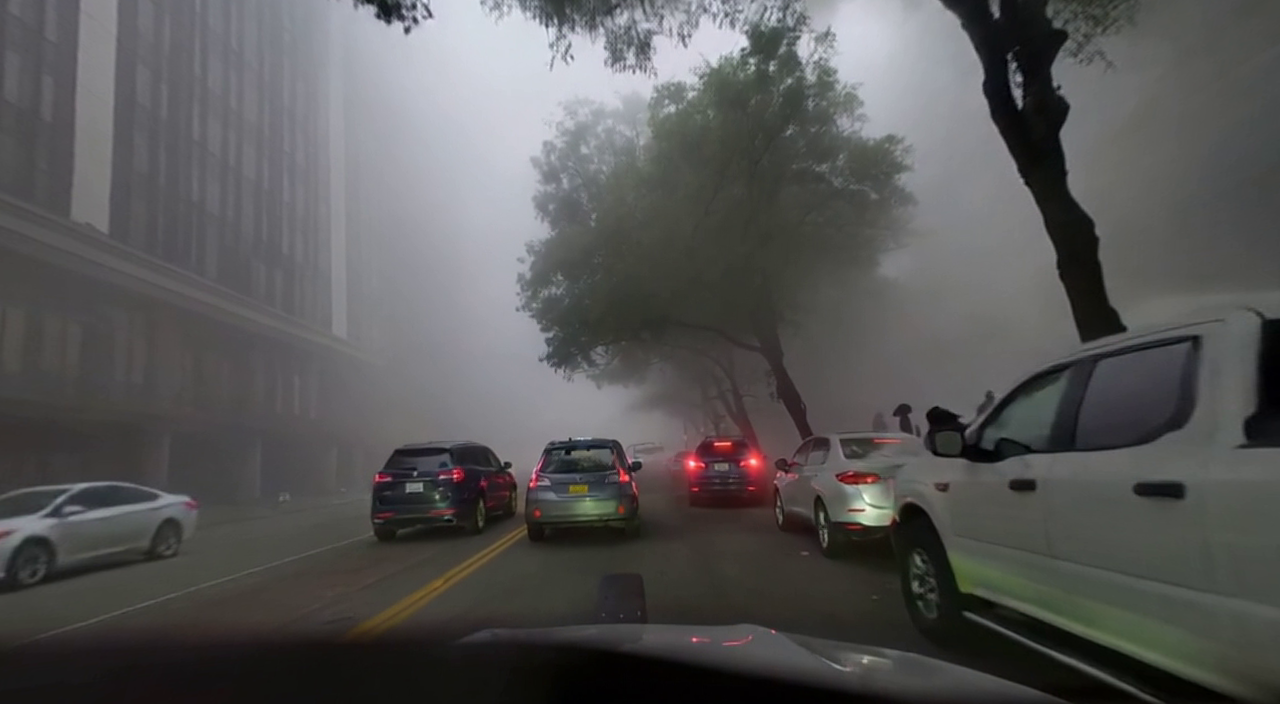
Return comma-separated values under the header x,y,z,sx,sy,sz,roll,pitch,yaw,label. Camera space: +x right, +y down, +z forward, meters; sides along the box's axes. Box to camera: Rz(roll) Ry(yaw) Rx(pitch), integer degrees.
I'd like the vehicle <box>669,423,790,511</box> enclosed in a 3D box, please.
x,y,z,sx,sy,sz,roll,pitch,yaw,label
2.559,2.963,16.873,2.352,1.953,4.798,-3,-9,18,vehicle

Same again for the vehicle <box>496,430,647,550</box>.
x,y,z,sx,sy,sz,roll,pitch,yaw,label
-0.939,2.241,10.940,2.076,1.667,3.948,0,-8,1,vehicle

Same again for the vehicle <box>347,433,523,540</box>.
x,y,z,sx,sy,sz,roll,pitch,yaw,label
-3.941,2.640,13.184,2.000,1.818,4.668,0,-8,2,vehicle

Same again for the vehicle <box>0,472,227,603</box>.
x,y,z,sx,sy,sz,roll,pitch,yaw,label
-9.281,2.805,10.282,1.976,1.475,4.684,0,-8,-1,vehicle

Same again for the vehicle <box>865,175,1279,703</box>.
x,y,z,sx,sy,sz,roll,pitch,yaw,label
2.972,0.613,2.413,2.225,2.070,5.264,0,-8,-1,vehicle
